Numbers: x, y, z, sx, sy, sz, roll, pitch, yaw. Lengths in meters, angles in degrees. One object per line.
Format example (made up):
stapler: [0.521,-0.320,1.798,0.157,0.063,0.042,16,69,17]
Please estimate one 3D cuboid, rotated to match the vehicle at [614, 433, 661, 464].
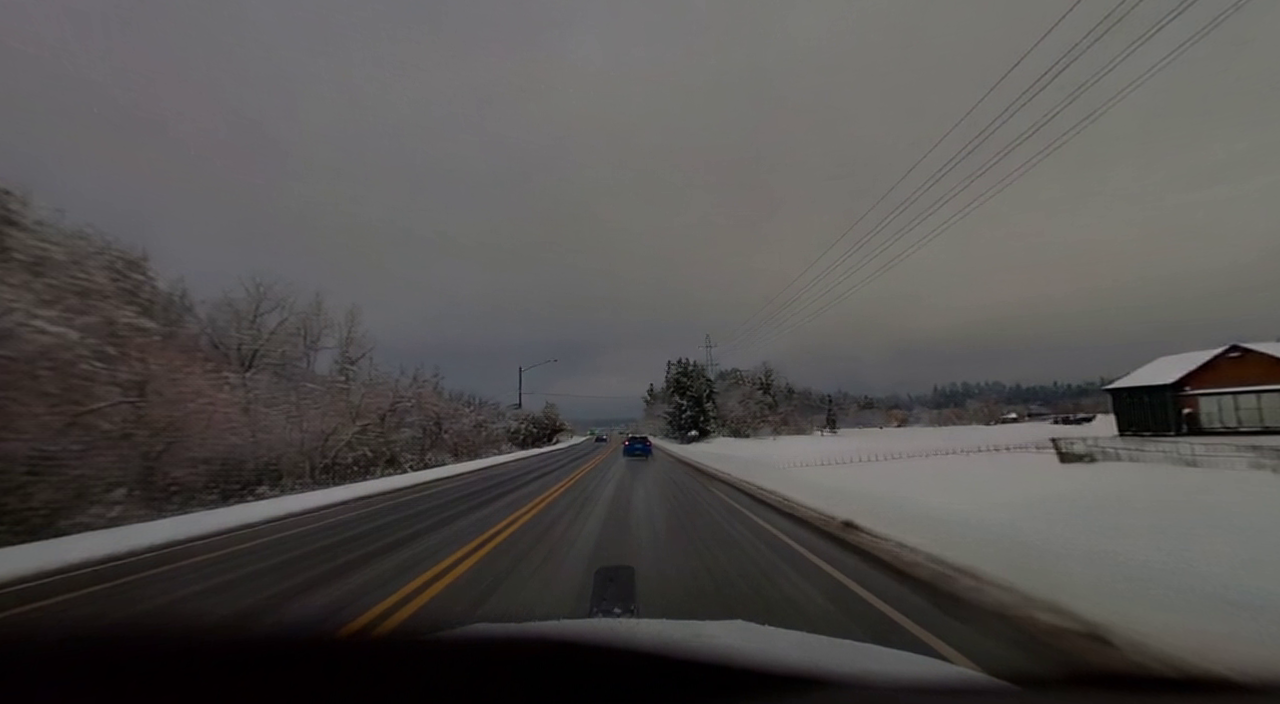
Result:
vehicle: [-0.138,4.911,32.279,2.241,1.471,3.829,0,-8,-1]
